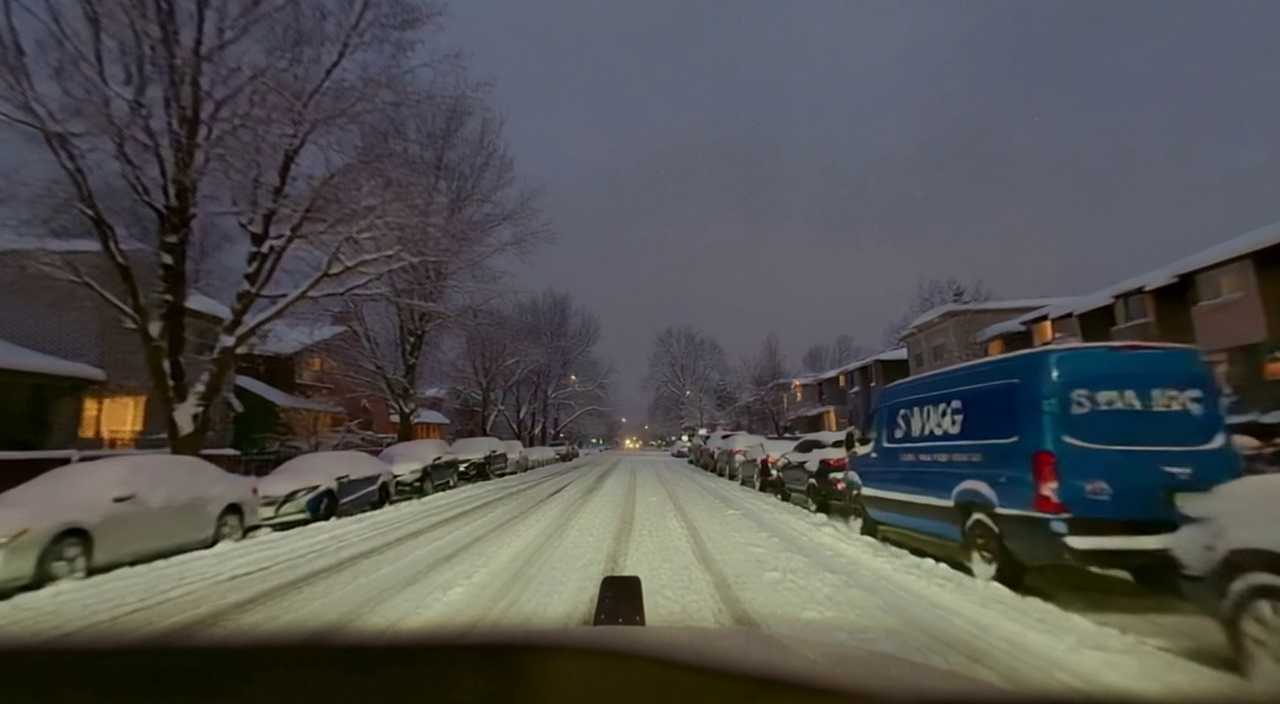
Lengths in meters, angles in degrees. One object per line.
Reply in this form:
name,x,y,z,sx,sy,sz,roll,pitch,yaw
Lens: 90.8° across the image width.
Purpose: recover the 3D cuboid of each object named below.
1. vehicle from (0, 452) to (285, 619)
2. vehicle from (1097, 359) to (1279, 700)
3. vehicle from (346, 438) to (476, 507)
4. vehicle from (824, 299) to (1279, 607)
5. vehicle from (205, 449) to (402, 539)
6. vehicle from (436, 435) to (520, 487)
vehicle,-6.782,2.015,7.894,1.869,1.467,4.921,0,-8,0
vehicle,4.301,0.659,1.505,1.907,1.768,6.059,0,-8,0
vehicle,-6.954,3.678,19.968,2.162,1.846,5.426,0,-8,-1
vehicle,4.535,1.259,8.388,2.178,2.656,5.712,0,-9,-3
vehicle,-6.847,2.867,13.577,1.828,1.468,4.738,-2,-8,-3
vehicle,-6.950,4.727,27.884,2.195,2.023,6.055,0,-8,-1
